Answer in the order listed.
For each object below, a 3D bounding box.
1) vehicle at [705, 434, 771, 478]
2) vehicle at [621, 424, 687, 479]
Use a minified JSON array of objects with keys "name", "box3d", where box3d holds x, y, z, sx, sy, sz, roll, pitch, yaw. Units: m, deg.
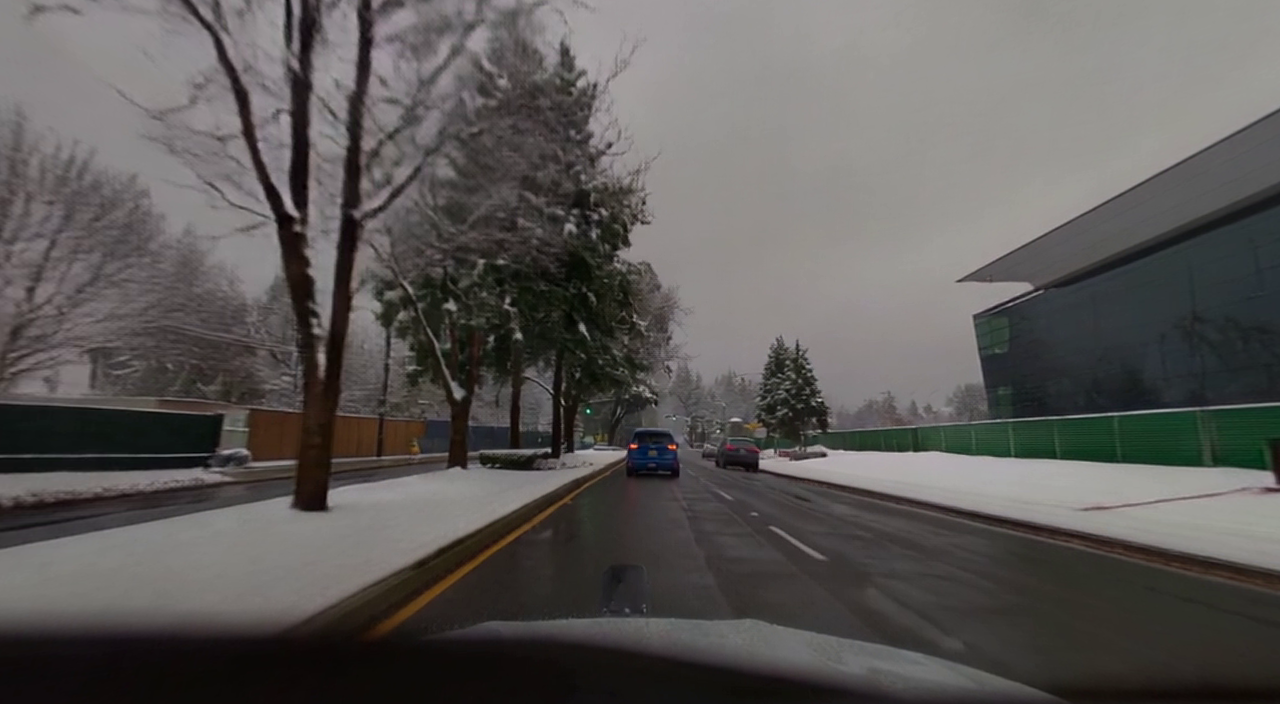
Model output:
[{"name":"vehicle","box3d":[4.175,4.531,27.688,2.138,1.699,4.852,0,-8,0]},{"name":"vehicle","box3d":[0.557,3.893,24.827,2.386,1.947,4.168,-1,-8,2]}]
